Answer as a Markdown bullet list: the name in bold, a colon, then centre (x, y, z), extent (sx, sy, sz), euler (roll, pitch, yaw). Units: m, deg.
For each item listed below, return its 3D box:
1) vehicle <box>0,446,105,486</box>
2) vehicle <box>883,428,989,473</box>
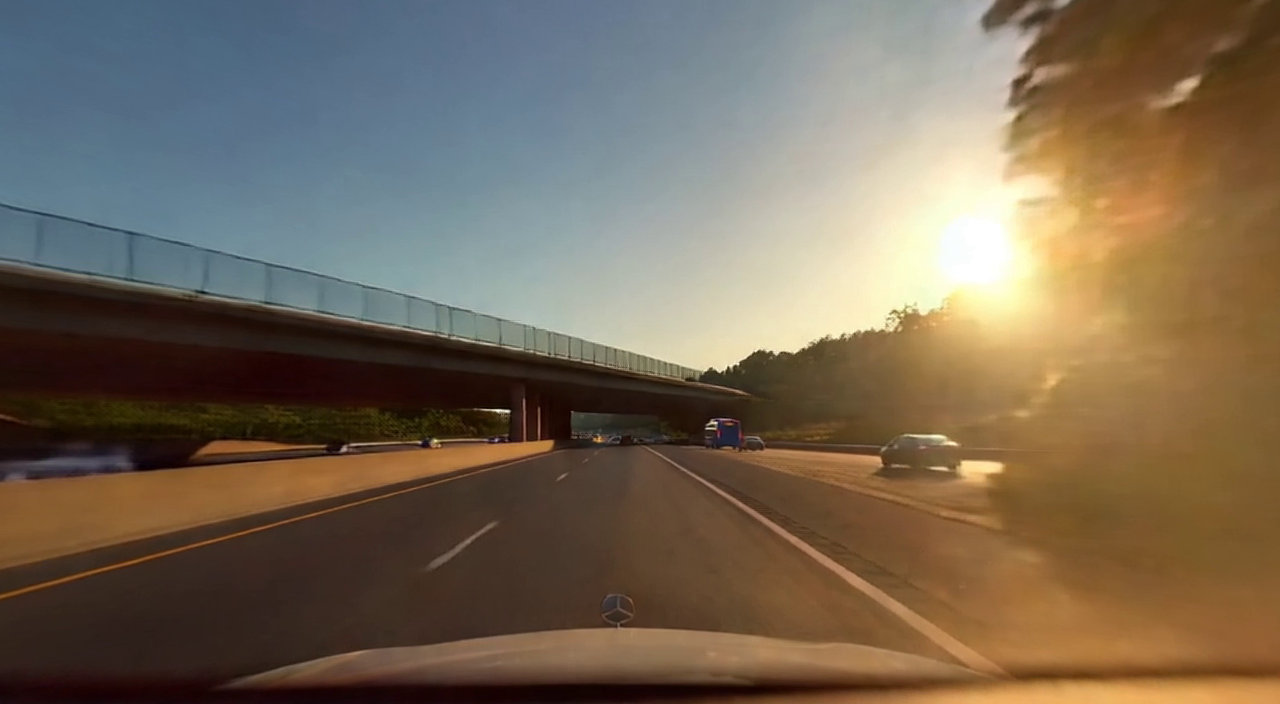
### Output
- **vehicle**: centre (-24.966, 4.735, 26.370), extent (1.749, 1.450, 3.862), euler (0, -8, -3)
- **vehicle**: centre (10.464, 3.481, 22.567), extent (1.880, 1.460, 3.770), euler (0, -8, -2)
